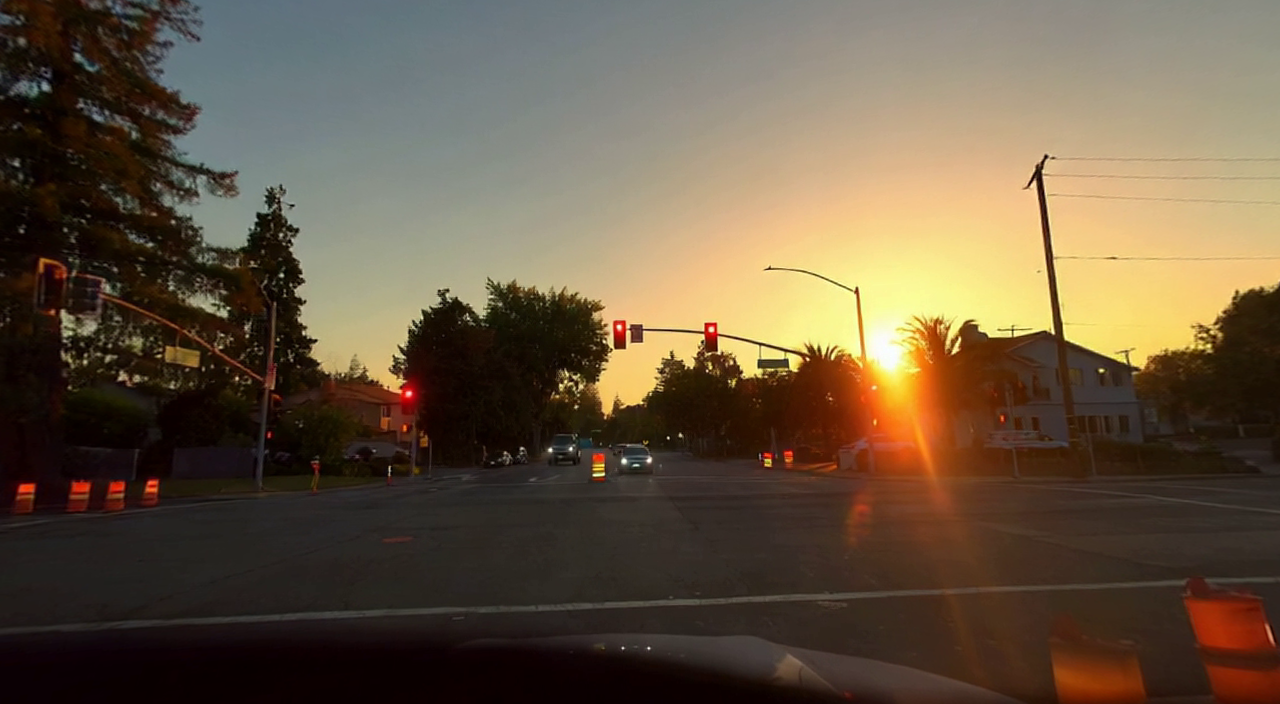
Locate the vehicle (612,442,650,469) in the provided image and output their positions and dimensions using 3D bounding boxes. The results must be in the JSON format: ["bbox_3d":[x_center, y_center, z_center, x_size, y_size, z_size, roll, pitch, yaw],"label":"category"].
[{"bbox_3d":[-0.511,6.103,37.364,2.105,1.457,4.173,0,-8,-1],"label":"vehicle"}]

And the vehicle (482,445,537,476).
[{"bbox_3d":[-6.614,5.528,32.406,1.881,1.452,4.121,0,-8,0],"label":"vehicle"}]

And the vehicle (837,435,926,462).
[{"bbox_3d":[15.363,6.178,40.321,4.892,1.656,1.856,0,-8,0],"label":"vehicle"}]

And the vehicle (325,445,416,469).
[{"bbox_3d":[-16.391,6.397,38.601,4.713,1.409,1.918,0,-8,-2],"label":"vehicle"}]
